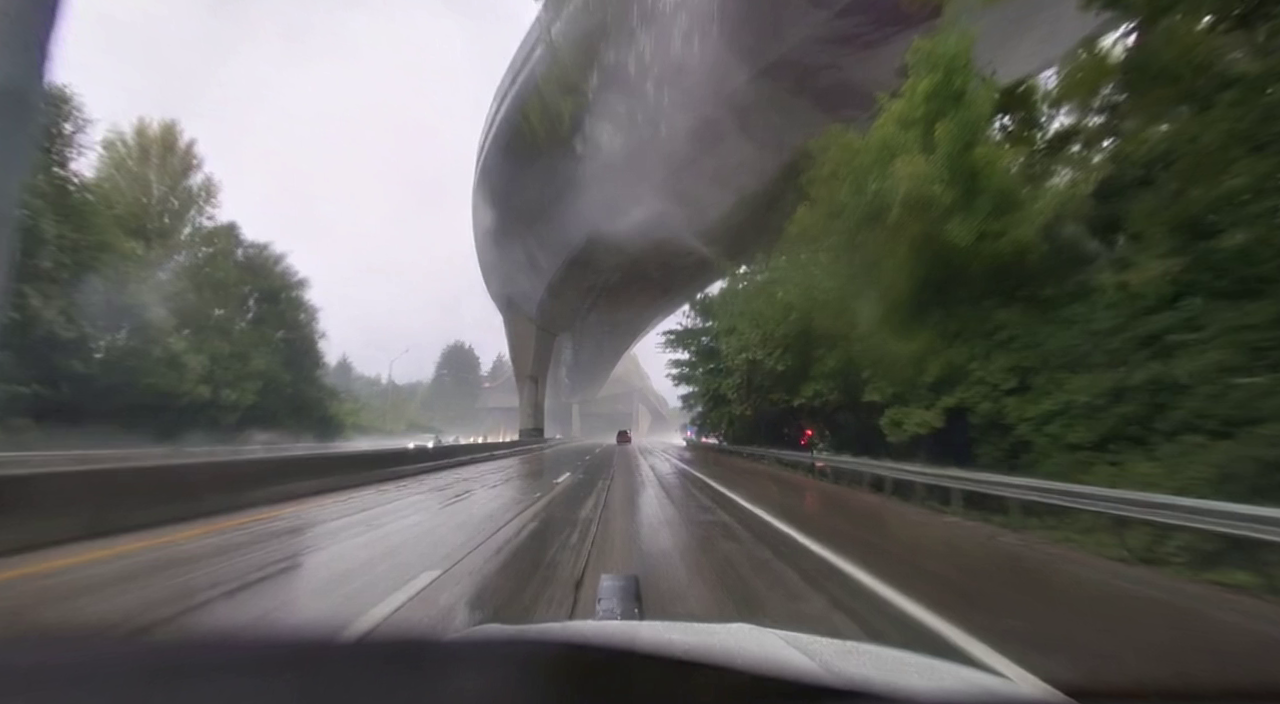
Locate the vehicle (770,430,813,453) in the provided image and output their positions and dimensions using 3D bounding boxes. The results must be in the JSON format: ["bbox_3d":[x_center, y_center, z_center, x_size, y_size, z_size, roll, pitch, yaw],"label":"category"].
[{"bbox_3d":[10.221,6.029,42.584,1.880,1.460,3.770,0,-8,-2],"label":"vehicle"}]
